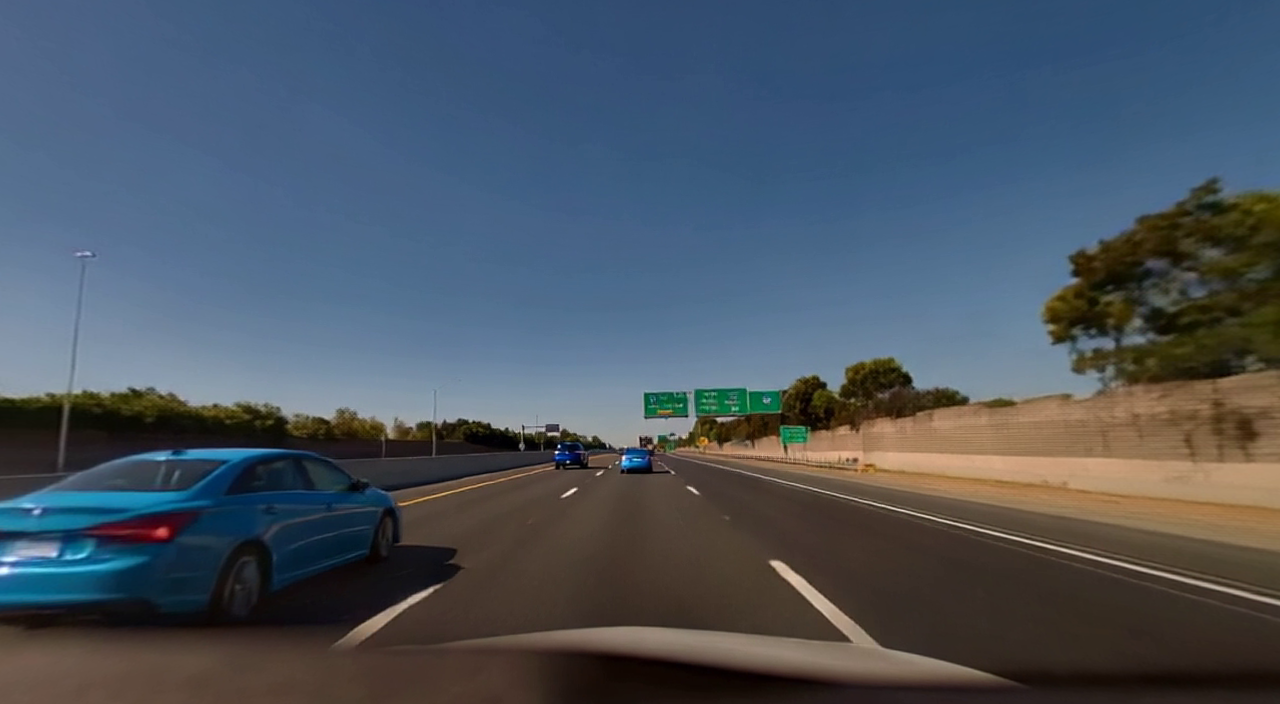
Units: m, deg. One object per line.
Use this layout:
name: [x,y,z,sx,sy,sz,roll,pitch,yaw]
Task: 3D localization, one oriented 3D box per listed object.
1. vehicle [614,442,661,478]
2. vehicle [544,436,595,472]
vehicle: [-0.083,5.058,29.765,2.086,1.548,4.325,0,-9,1]
vehicle: [-3.893,5.746,35.616,2.264,1.901,4.647,0,-9,1]
